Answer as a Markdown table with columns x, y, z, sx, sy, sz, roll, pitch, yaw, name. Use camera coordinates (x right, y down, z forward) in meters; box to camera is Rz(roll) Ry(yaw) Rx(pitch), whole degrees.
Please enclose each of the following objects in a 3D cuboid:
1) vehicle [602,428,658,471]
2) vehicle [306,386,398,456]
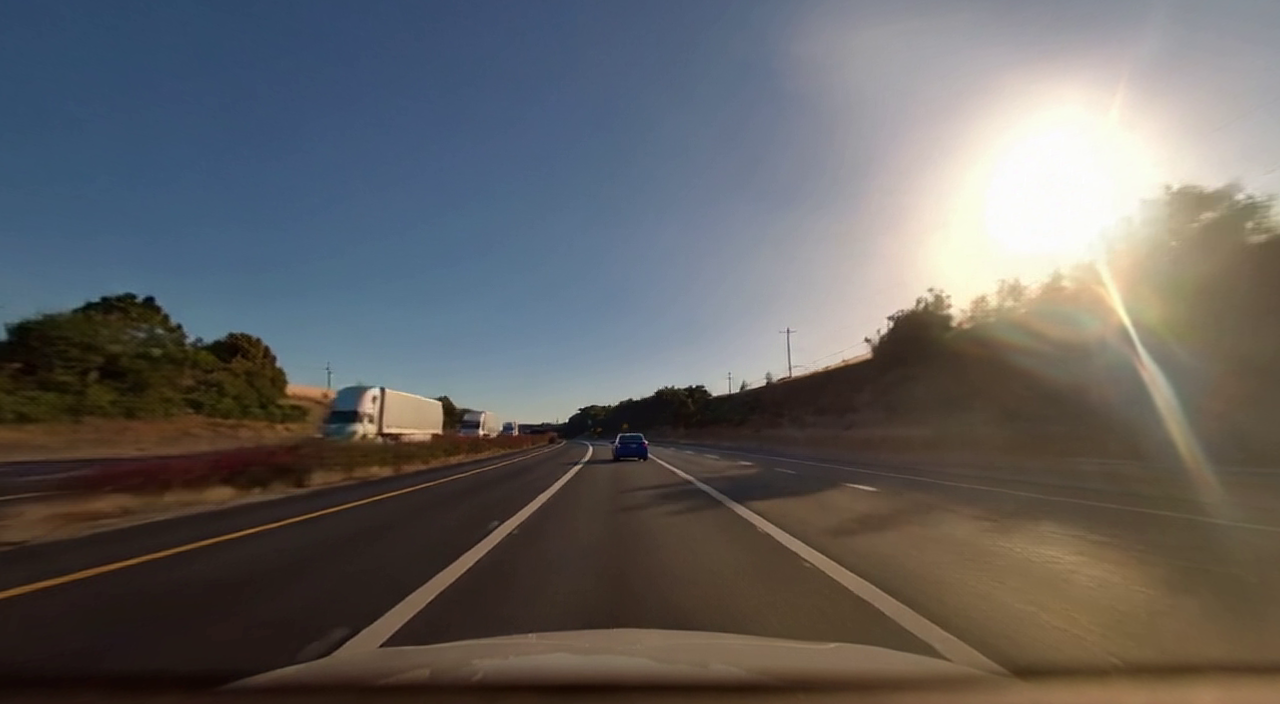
| x | y | z | sx | sy | sz | roll | pitch | yaw | name |
| --- | --- | --- | --- | --- | --- | --- | --- | --- | --- |
| -0.513 | 3.972 | 25.852 | 1.997 | 1.589 | 4.179 | 0 | -8 | -5 | vehicle |
| -17.233 | 4.232 | 38.213 | 3.037 | 3.890 | 5.820 | 0 | -8 | -3 | vehicle |
